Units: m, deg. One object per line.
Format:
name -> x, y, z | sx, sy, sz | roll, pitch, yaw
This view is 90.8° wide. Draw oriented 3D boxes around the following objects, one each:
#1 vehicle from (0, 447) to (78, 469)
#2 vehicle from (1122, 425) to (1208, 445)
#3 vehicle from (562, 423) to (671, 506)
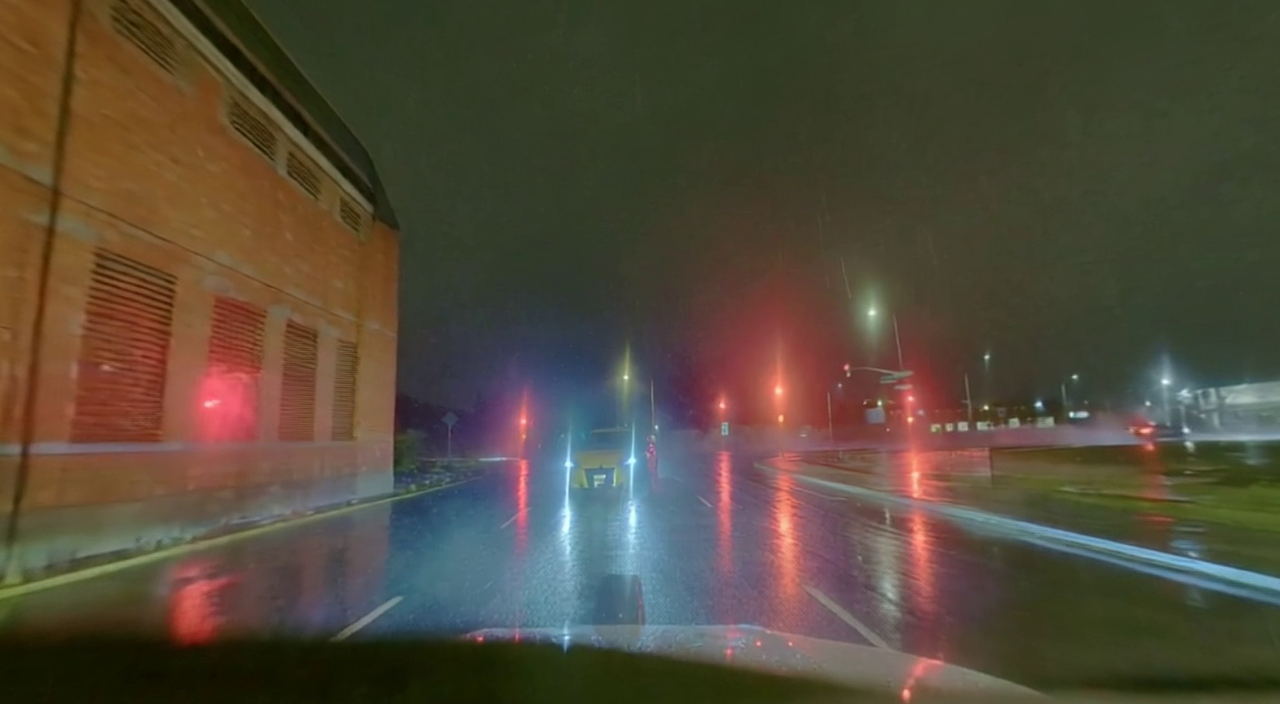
vehicle -> -46.999, 8.265, 49.250 | 4.423, 1.625, 1.899 | 0, -8, -2
vehicle -> 40.034, 6.350, 48.191 | 4.926, 1.462, 1.803 | 0, -8, -1
vehicle -> -0.523, 2.630, 15.174 | 2.218, 1.657, 4.551 | 0, -8, -1
